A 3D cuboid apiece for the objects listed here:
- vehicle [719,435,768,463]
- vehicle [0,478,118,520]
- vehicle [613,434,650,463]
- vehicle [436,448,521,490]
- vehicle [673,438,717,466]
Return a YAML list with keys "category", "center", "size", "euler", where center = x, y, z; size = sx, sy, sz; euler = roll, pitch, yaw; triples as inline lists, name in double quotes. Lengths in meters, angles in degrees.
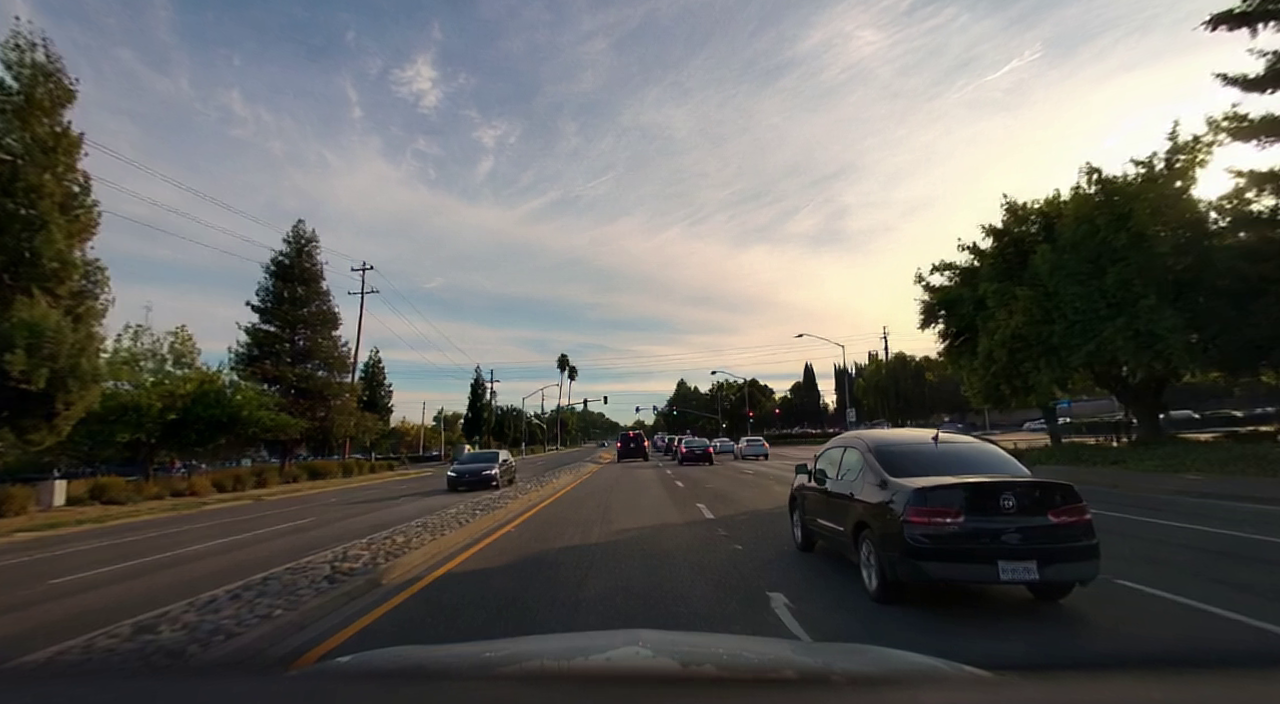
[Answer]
- category: "vehicle"
  center: [6.524, 6.177, 40.386]
  size: [2.198, 1.678, 4.419]
  euler: [0, -9, -2]
- category: "vehicle"
  center: [-26.813, 6.761, 29.300]
  size: [3.647, 1.670, 1.716]
  euler: [5, -10, -31]
- category: "vehicle"
  center: [-0.533, 6.412, 42.185]
  size: [2.300, 1.821, 4.254]
  euler: [0, -9, 0]
- category: "vehicle"
  center: [-6.179, 4.507, 24.780]
  size: [2.157, 1.483, 4.397]
  euler: [0, -9, 1]
- category: "vehicle"
  center: [2.993, 5.563, 35.290]
  size: [1.984, 1.462, 4.513]
  euler: [0, -9, -1]
